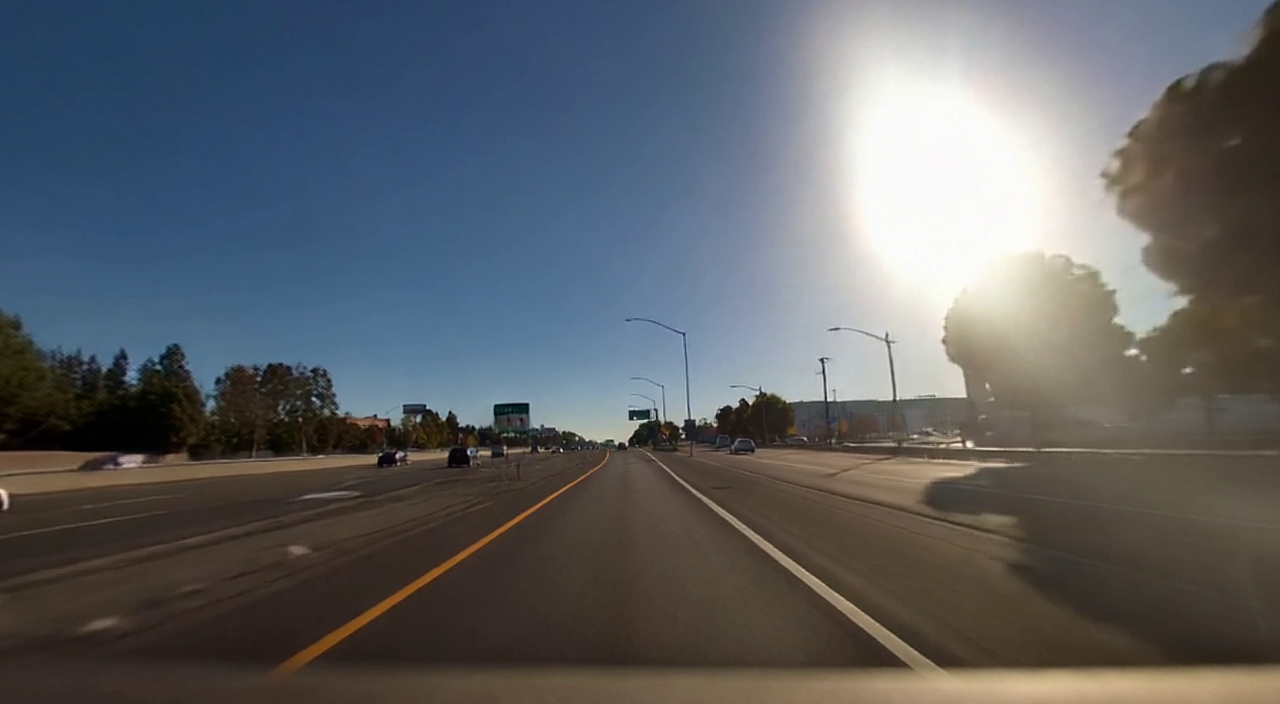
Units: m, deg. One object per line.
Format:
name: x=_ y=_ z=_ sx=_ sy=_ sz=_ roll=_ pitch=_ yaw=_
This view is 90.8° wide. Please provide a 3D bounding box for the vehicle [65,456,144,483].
vehicle: x=-36.302 y=7.950 z=42.964 sx=1.978 sy=1.492 sz=4.214 roll=-2 pitch=-8 yaw=-5
